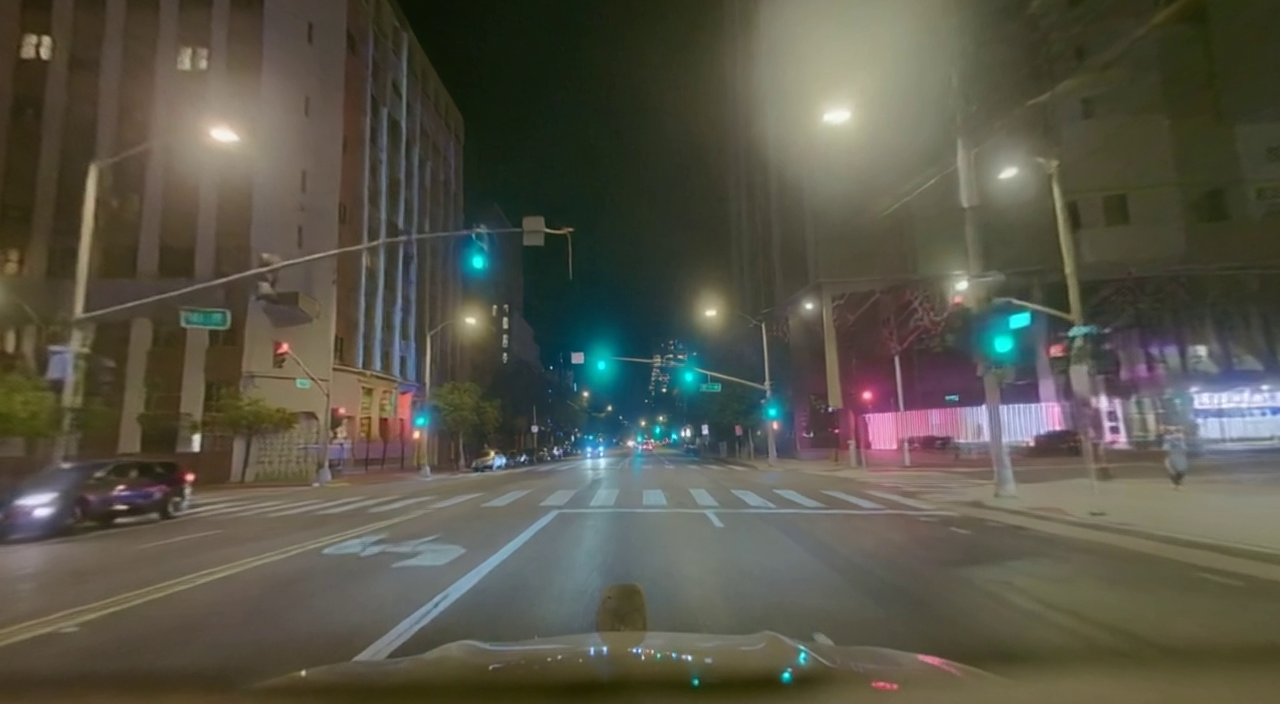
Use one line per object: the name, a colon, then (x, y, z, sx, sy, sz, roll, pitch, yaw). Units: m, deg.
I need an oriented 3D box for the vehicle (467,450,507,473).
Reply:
vehicle: (-11.794, 8.470, 48.731, 1.910, 1.511, 4.565, -1, -7, 1)

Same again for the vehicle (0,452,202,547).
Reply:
vehicle: (-12.119, 3.114, 13.834, 1.956, 1.624, 4.186, -3, -8, 0)
